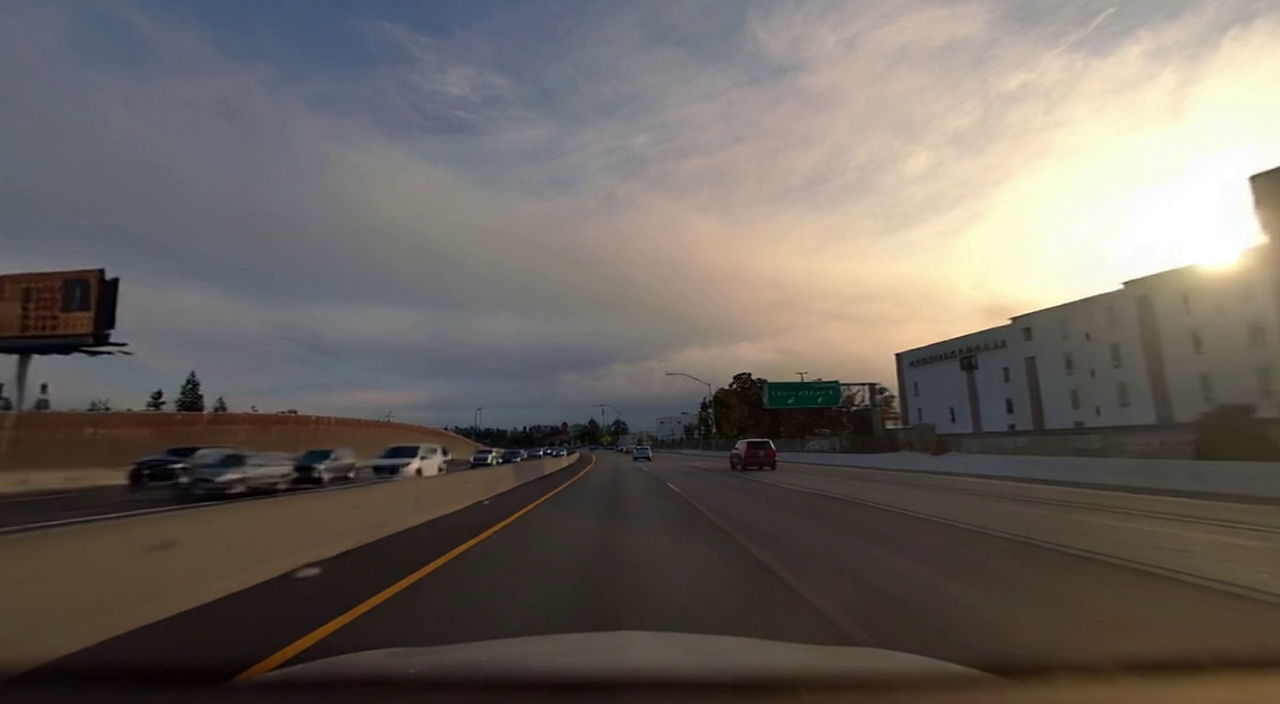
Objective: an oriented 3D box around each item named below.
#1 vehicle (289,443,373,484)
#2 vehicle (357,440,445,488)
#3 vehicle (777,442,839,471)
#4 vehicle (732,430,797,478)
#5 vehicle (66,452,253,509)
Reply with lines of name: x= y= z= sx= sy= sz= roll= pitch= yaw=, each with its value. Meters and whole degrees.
vehicle: x=-14.868 y=5.370 z=30.759 sx=1.703 sy=1.767 sz=4.921 roll=0 pitch=-9 yaw=-1
vehicle: x=-10.031 y=4.735 z=26.936 sx=2.122 sy=1.824 sz=4.603 roll=1 pitch=-9 yaw=-3
vehicle: x=9.423 y=5.888 z=35.895 sx=1.981 sy=1.508 sz=4.768 roll=0 pitch=-9 yaw=-3
vehicle: x=6.021 y=4.999 z=31.240 sx=2.043 sy=2.154 sz=4.731 roll=0 pitch=-9 yaw=-3
vehicle: x=-13.598 y=3.619 z=18.337 sx=1.975 sy=1.377 sz=4.491 roll=0 pitch=-9 yaw=-1
